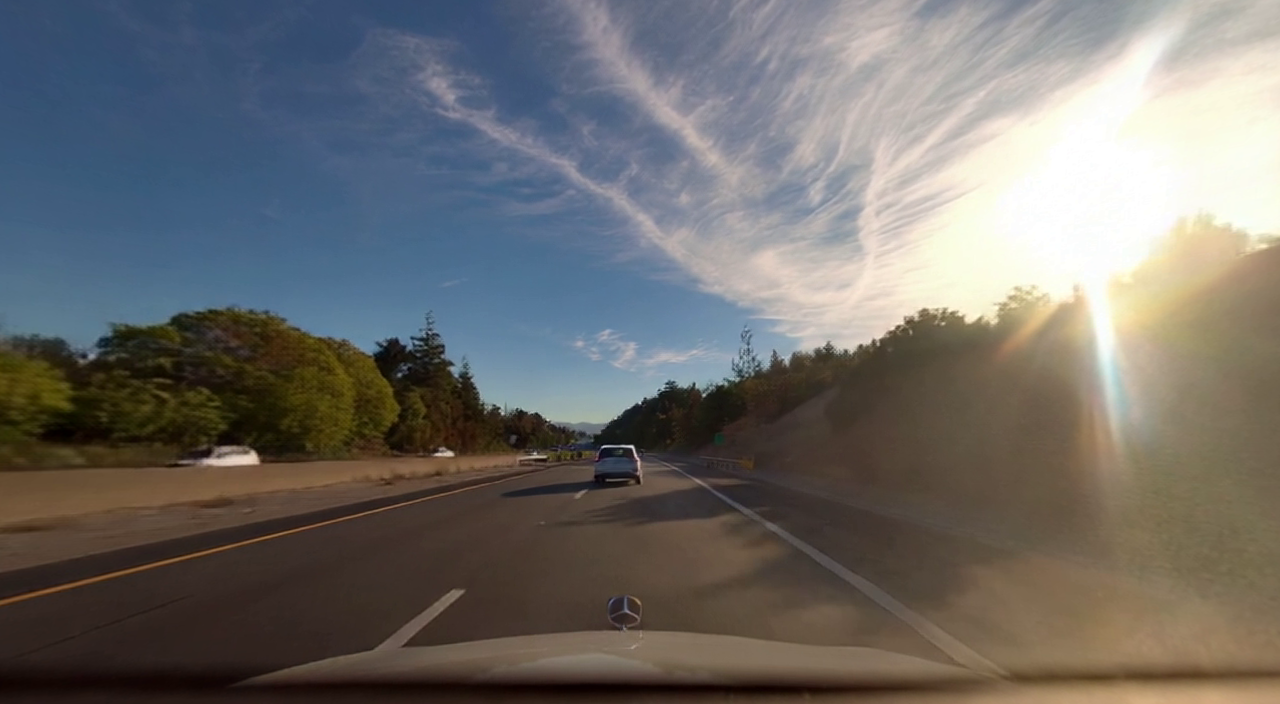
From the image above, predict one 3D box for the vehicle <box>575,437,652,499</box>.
[{"bbox_3d":[-0.699,3.563,19.709,2.135,1.686,4.517,0,-9,1],"label":"vehicle"}]
